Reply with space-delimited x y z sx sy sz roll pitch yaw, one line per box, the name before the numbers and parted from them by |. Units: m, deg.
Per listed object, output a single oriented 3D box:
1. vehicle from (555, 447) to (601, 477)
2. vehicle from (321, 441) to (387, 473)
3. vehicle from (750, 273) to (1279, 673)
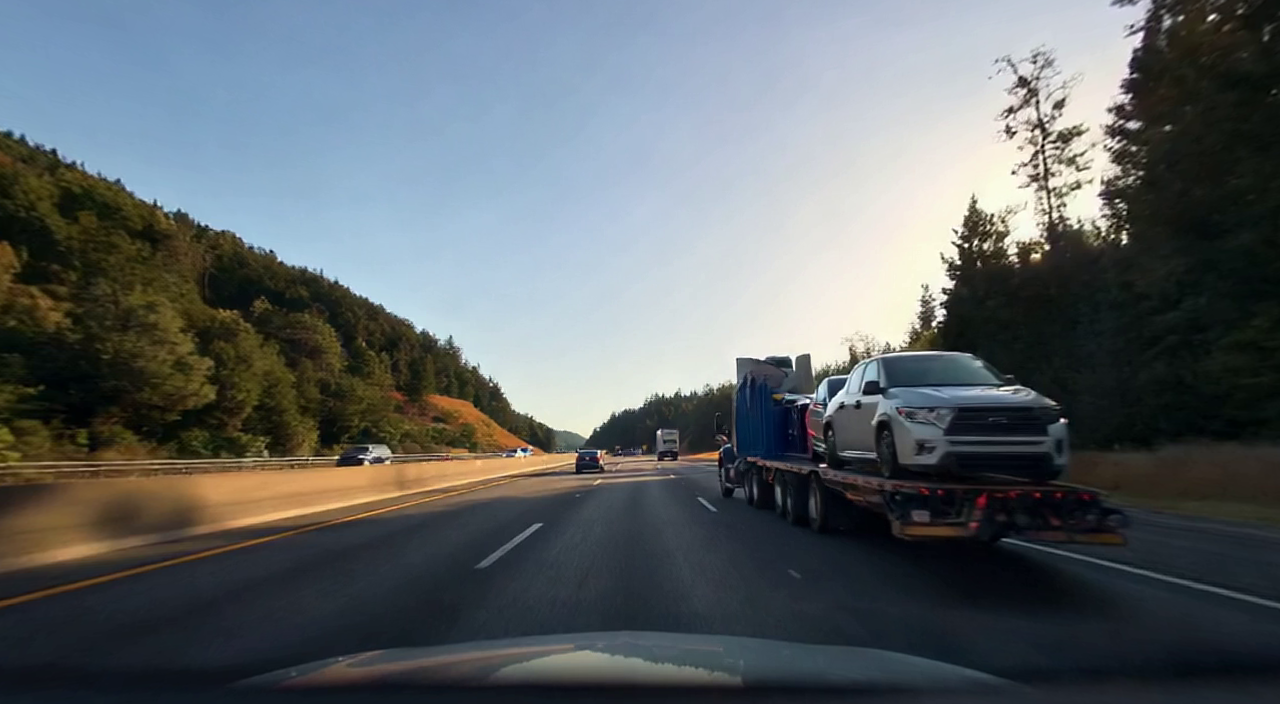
vehicle | -3.372 6.107 35.297 2.091 1.522 4.301 0 -9 1
vehicle | -19.319 7.108 42.893 2.112 1.974 4.936 0 -9 0
vehicle | 3.803 1.339 8.147 2.800 2.053 9.751 0 -9 -1
